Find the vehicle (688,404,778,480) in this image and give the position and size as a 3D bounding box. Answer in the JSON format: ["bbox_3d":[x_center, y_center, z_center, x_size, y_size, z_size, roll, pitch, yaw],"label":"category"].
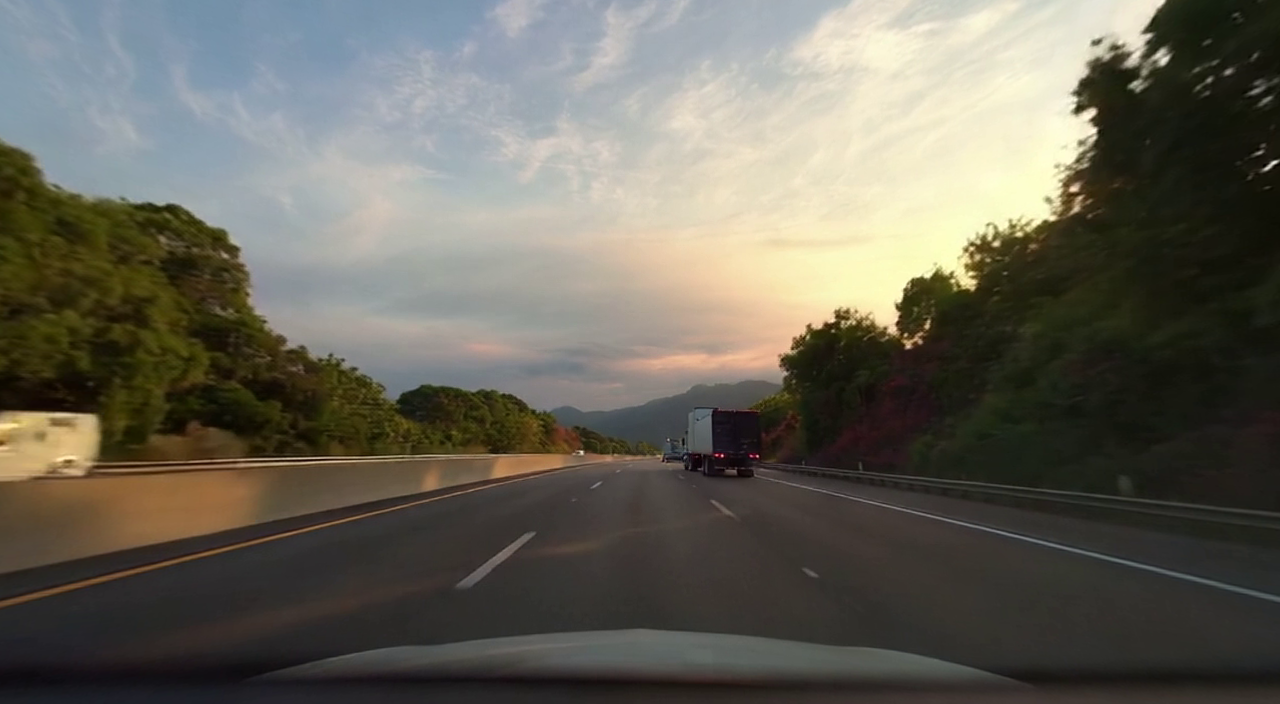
[{"bbox_3d":[4.698,5.145,35.401,2.868,3.427,14.032,0,-9,0],"label":"vehicle"}]
